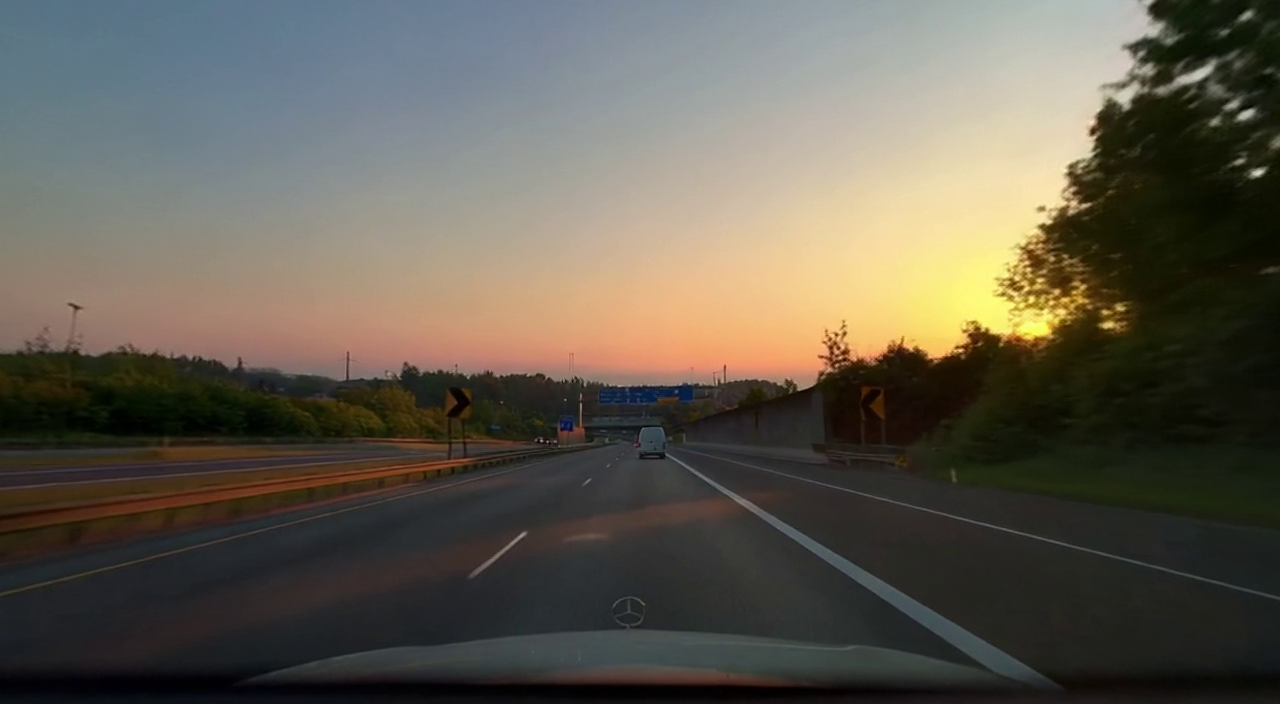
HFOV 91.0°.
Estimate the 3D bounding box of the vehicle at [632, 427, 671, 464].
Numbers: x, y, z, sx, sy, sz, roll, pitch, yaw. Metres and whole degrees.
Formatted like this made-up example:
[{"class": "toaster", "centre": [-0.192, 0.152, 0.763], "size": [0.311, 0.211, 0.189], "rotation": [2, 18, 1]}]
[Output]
[{"class": "vehicle", "centre": [0.715, 5.812, 39.248], "size": [2.277, 2.109, 4.922], "rotation": [0, -8, 1]}]
